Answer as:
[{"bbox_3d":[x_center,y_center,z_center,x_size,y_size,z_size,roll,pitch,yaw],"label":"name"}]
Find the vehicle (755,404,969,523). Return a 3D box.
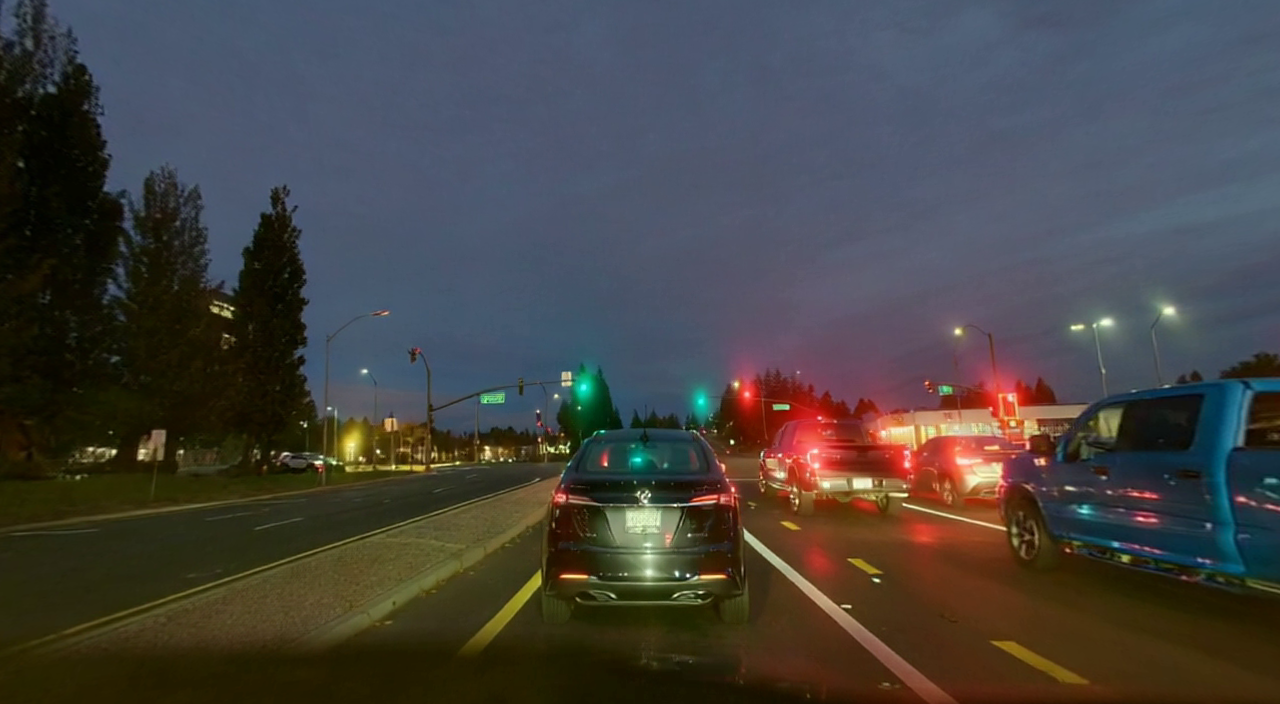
[{"bbox_3d":[4.179,2.239,13.266,2.319,1.930,5.651,0,-8,-1],"label":"vehicle"}]

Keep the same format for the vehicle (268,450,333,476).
[{"bbox_3d":[-24.056,7.841,44.892,1.798,1.706,4.385,-1,-8,6],"label":"vehicle"}]

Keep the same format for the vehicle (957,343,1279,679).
[{"bbox_3d":[4.490,1.019,4.541,2.019,1.803,4.634,-1,-8,1],"label":"vehicle"}]

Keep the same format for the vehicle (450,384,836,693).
[{"bbox_3d":[-0.014,1.311,5.526,2.116,1.677,3.948,0,-8,-1],"label":"vehicle"}]
